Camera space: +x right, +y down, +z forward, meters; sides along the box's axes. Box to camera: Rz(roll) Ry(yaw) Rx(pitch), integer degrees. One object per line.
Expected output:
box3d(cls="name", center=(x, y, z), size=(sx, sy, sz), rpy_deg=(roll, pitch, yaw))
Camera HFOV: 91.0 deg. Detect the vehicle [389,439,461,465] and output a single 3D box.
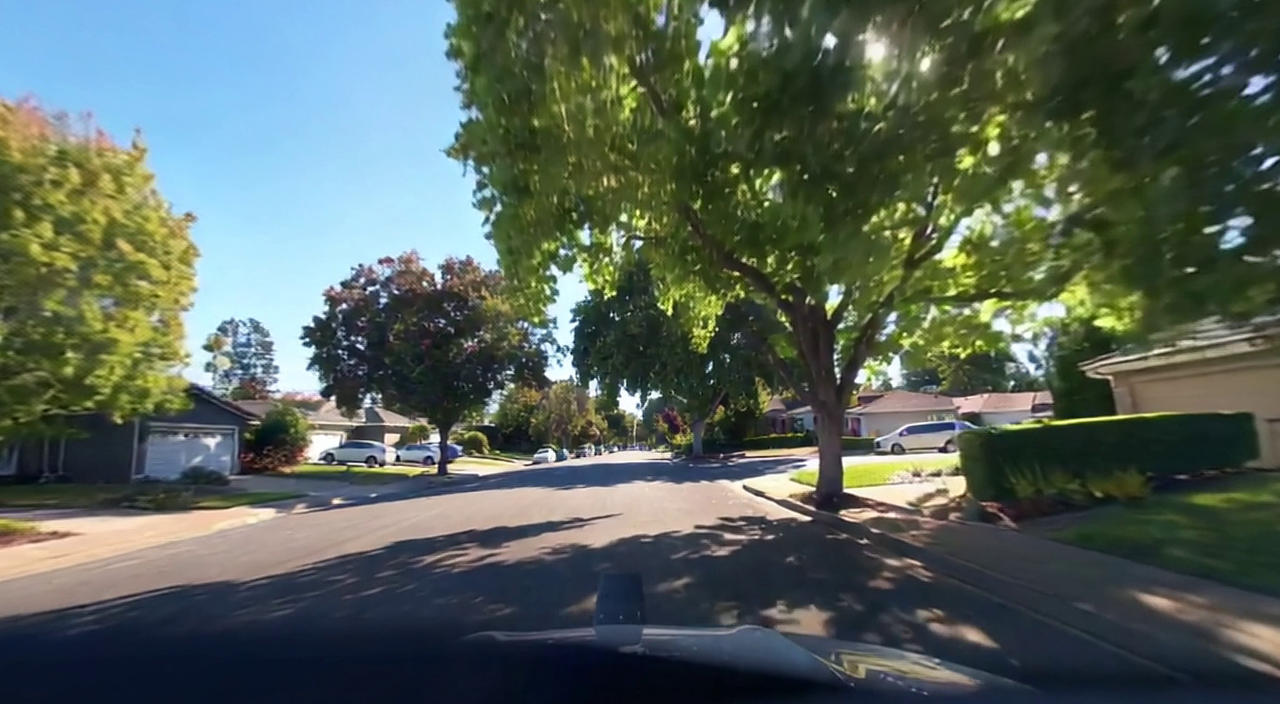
box3d(cls="vehicle", center=(-16.013, 7.469, 47.079), size=(4.683, 1.849, 2.044), rpy_deg=(1, -9, -4))
